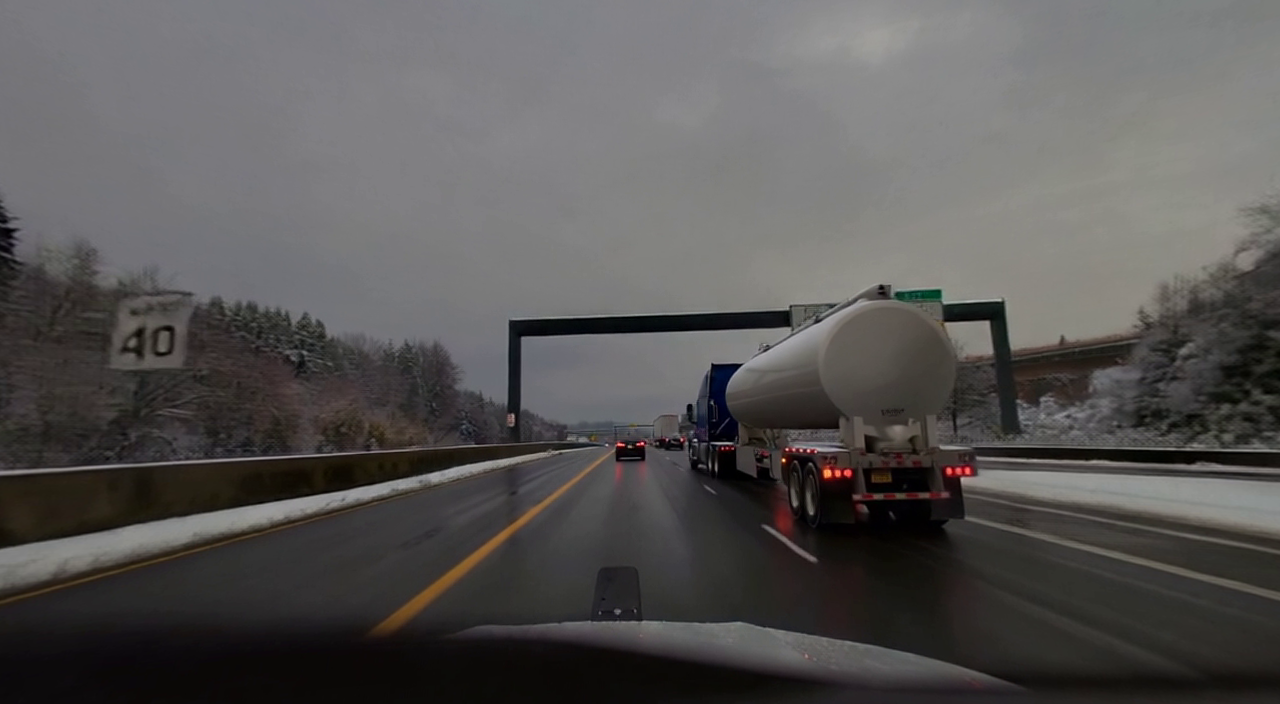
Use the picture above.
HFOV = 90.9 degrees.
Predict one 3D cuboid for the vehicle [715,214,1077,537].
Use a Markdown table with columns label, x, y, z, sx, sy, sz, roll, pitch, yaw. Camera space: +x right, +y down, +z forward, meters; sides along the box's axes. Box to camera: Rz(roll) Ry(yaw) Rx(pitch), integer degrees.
| label | x | y | z | sx | sy | sz | roll | pitch | yaw |
| --- | --- | --- | --- | --- | --- | --- | --- | --- | --- |
| vehicle | 3.579 | 0.848 | 12.212 | 2.826 | 3.905 | 9.262 | 0 | -8 | -2 |

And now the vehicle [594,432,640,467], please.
| label | x | y | z | sx | sy | sz | roll | pitch | yaw |
| --- | --- | --- | --- | --- | --- | --- | --- | --- | --- |
| vehicle | -1.022 | 4.428 | 28.878 | 2.000 | 1.510 | 3.518 | 0 | -8 | -1 |

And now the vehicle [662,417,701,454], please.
| label | x | y | z | sx | sy | sz | roll | pitch | yaw |
| --- | --- | --- | --- | --- | --- | --- | --- | --- | --- |
| vehicle | 3.143 | 6.551 | 49.417 | 2.475 | 2.782 | 4.986 | 0 | -8 | -3 |

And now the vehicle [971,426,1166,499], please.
| label | x | y | z | sx | sy | sz | roll | pitch | yaw |
| --- | --- | --- | --- | --- | --- | --- | --- | --- | --- |
| vehicle | 9.848 | 2.531 | 14.926 | 1.739 | 1.471 | 3.889 | 0 | -8 | -3 |

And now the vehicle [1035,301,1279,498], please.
| label | x | y | z | sx | sy | sz | roll | pitch | yaw |
| --- | --- | --- | --- | --- | --- | --- | --- | --- | --- |
| vehicle | 14.791 | 1.293 | 15.498 | 2.878 | 4.124 | 10.050 | 1 | -8 | -5 |
